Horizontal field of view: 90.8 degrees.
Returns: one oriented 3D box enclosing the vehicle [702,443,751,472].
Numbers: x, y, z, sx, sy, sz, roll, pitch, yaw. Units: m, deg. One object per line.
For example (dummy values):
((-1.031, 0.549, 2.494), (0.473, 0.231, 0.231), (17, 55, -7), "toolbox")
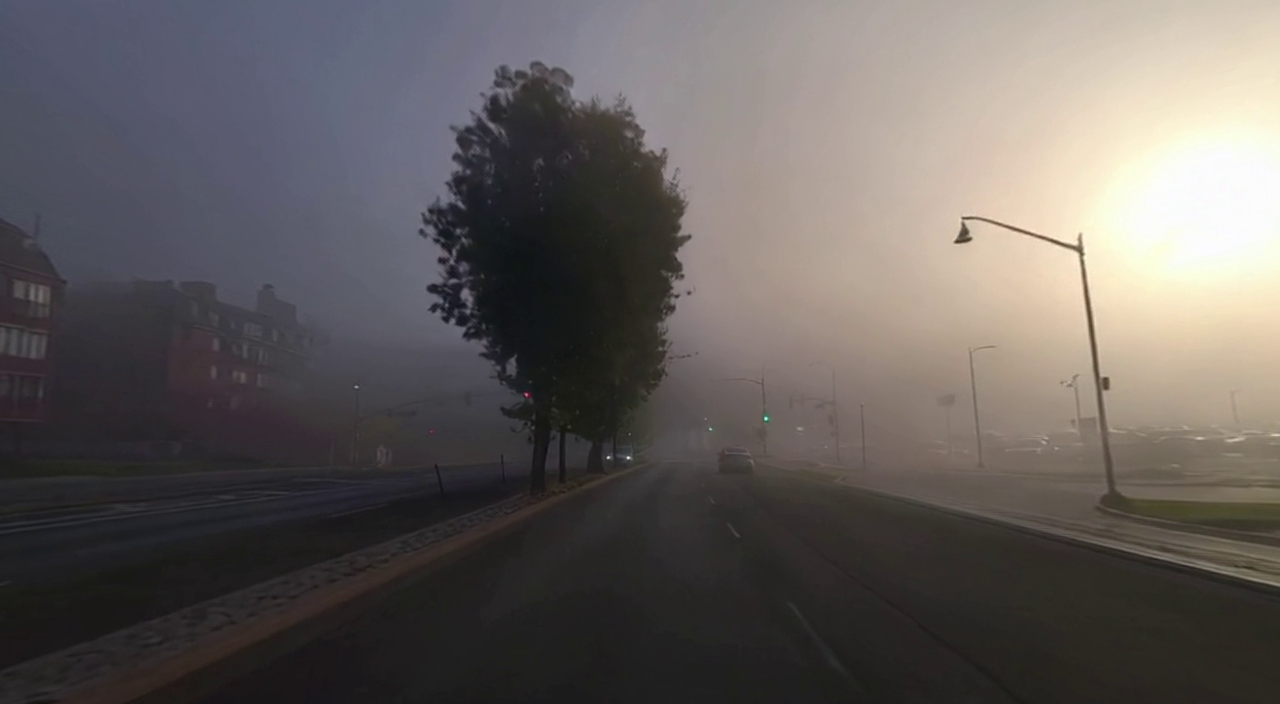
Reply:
((4.621, 5.683, 34.299), (2.133, 1.481, 4.276), (0, -8, 1), "vehicle")
